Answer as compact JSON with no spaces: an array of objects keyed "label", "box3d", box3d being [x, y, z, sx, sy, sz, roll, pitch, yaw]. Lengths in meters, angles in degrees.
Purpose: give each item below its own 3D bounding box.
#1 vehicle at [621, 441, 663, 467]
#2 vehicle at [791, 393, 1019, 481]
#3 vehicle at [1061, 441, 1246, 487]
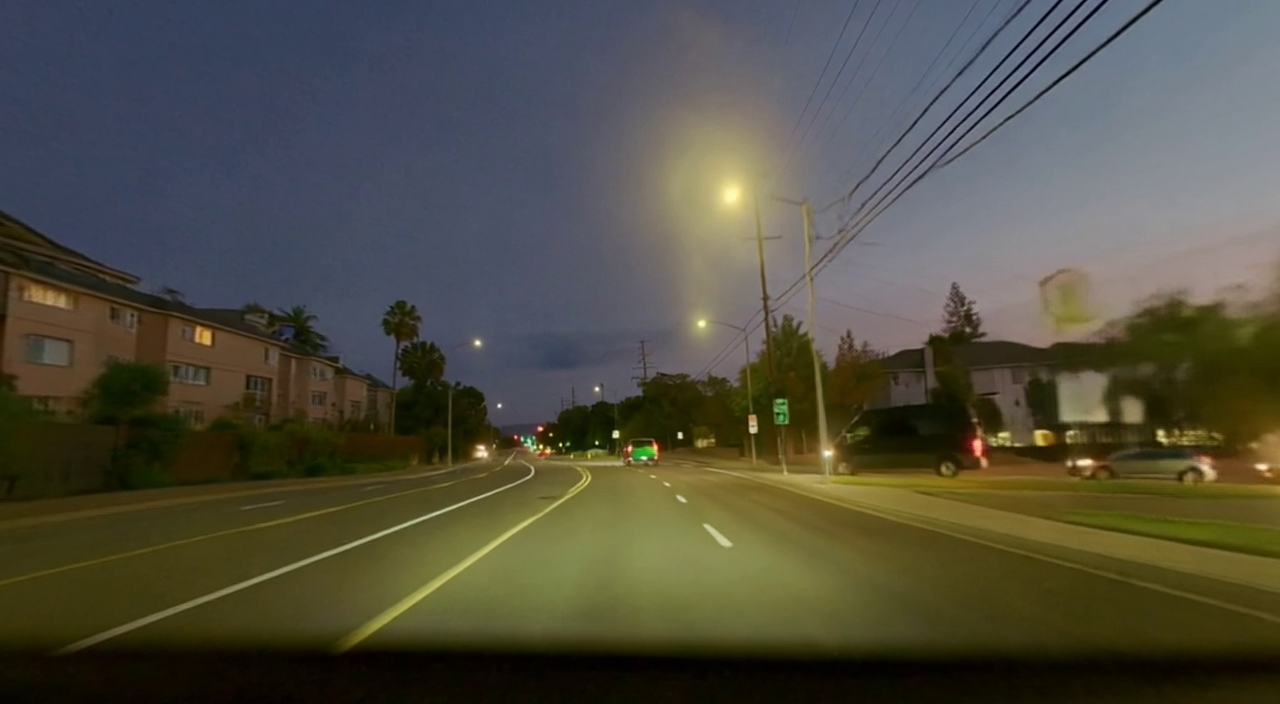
[{"label":"vehicle","box3d":[0.068,6.294,39.131,2.015,1.467,4.117,1,-9,-8]},{"label":"vehicle","box3d":[10.391,3.438,25.206,7.877,3.013,2.916,-5,-10,30]},{"label":"vehicle","box3d":[17.274,3.777,21.540,4.396,1.447,1.838,-3,-9,17]}]
